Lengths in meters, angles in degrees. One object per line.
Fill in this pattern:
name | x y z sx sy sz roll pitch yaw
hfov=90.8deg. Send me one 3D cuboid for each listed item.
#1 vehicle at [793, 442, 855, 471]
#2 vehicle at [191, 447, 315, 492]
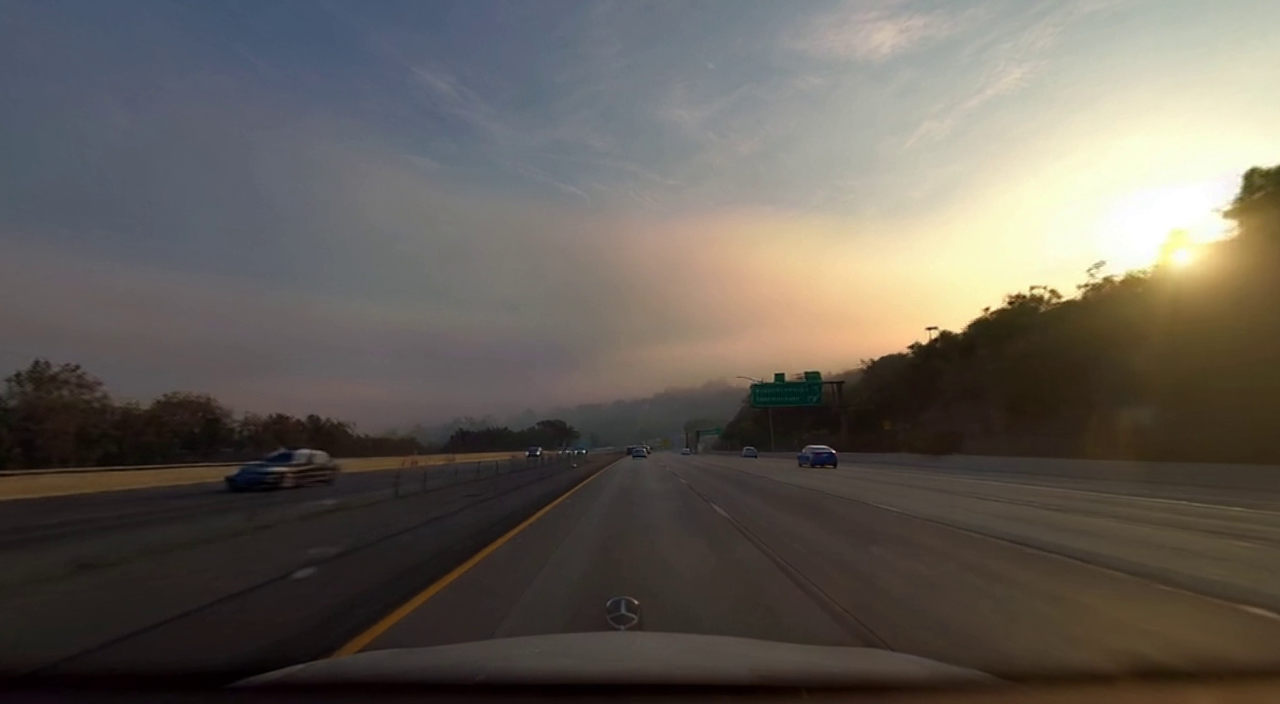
vehicle | 10.637 6.070 36.954 2.024 1.481 4.747 1 -8 -2
vehicle | -13.969 4.219 23.135 1.981 1.425 4.147 1 -8 -1
